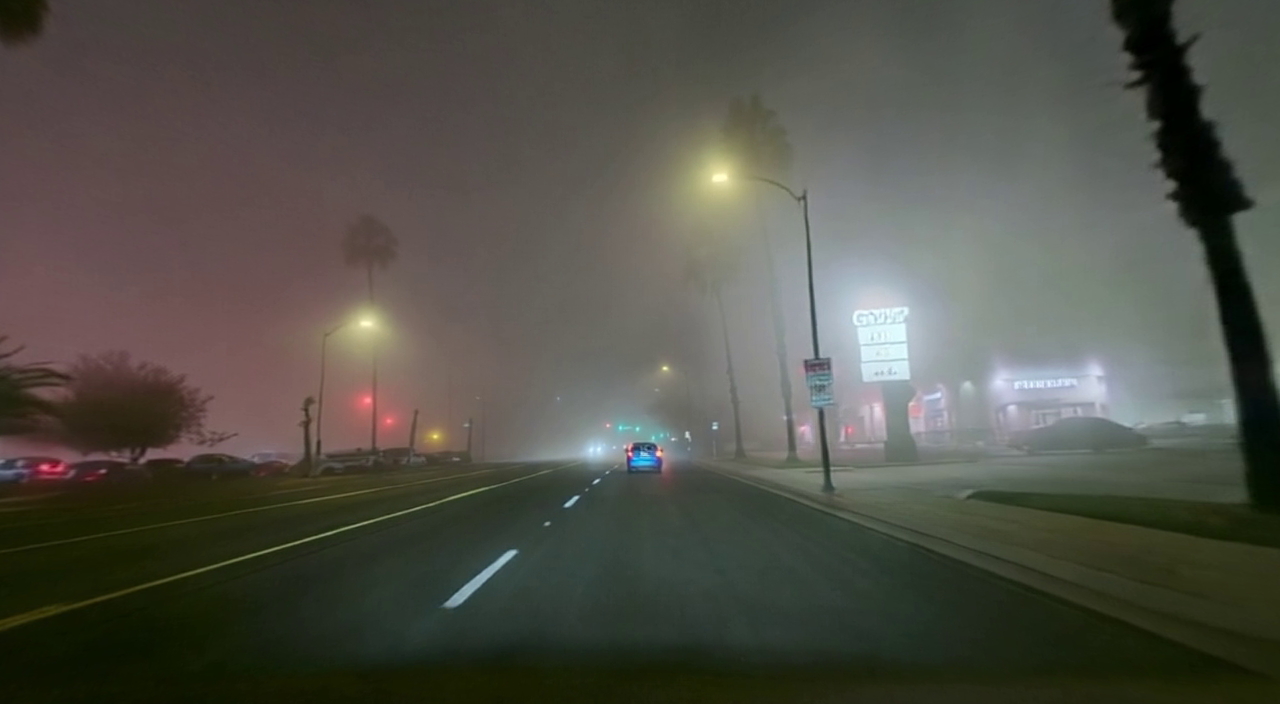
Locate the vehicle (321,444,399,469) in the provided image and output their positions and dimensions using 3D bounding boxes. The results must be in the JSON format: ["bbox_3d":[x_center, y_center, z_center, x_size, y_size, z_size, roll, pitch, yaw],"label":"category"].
[{"bbox_3d":[-21.413,8.001,48.203,4.979,1.893,2.084,0,-9,-2],"label":"vehicle"}]

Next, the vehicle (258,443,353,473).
[{"bbox_3d":[-22.151,7.053,41.747,4.961,1.894,2.256,0,-9,-1],"label":"vehicle"}]

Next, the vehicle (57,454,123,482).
[{"bbox_3d":[-34.963,7.324,39.841,4.157,1.639,1.955,-6,-10,33],"label":"vehicle"}]

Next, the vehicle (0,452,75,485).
[{"bbox_3d":[-35.167,6.705,36.437,4.646,1.779,2.085,-5,-10,31],"label":"vehicle"}]

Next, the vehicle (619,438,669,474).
[{"bbox_3d":[0.140,4.741,28.678,2.144,1.514,4.063,0,-9,-1],"label":"vehicle"}]

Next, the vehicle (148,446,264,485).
[{"bbox_3d":[-22.893,5.968,33.234,4.672,1.665,1.957,-3,-7,-2],"label":"vehicle"}]
